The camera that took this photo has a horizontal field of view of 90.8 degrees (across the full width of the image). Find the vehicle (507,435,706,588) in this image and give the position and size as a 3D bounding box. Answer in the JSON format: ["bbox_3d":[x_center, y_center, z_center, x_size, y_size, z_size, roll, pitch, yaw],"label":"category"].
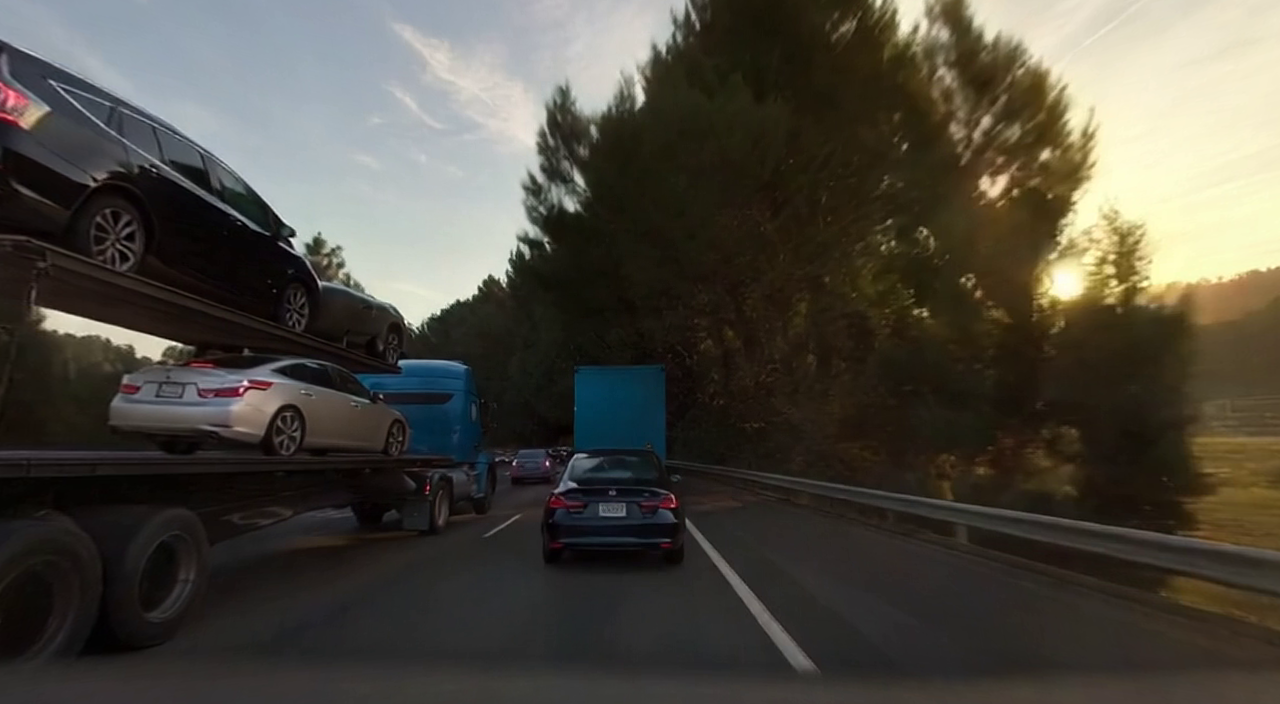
[{"bbox_3d":[-0.352,1.868,8.101,1.991,1.507,3.391,0,-9,-1],"label":"vehicle"}]

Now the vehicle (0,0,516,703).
[{"bbox_3d":[-4.591,0.702,8.871,2.836,4.059,14.286,0,-9,0],"label":"vehicle"}]
